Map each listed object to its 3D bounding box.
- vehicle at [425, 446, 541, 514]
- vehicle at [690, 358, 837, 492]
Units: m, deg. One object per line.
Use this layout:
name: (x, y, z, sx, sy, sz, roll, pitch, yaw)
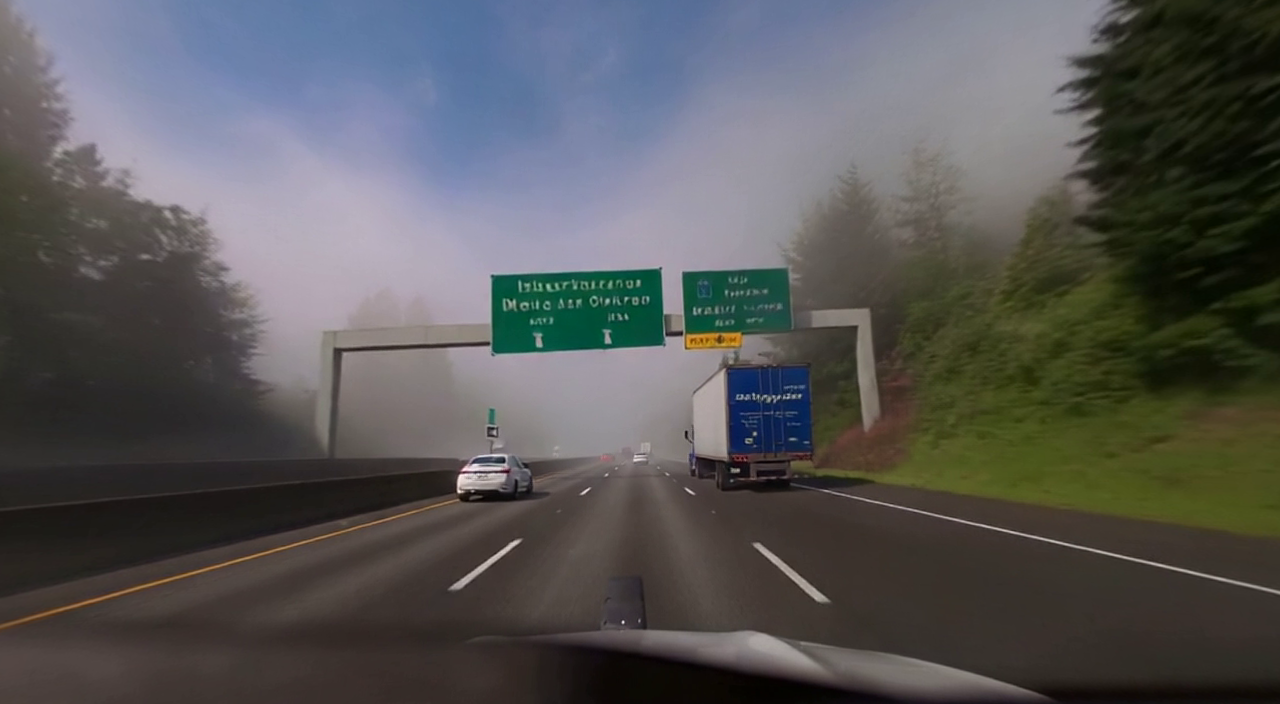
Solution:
vehicle: (-3.873, 3.206, 16.279, 1.918, 1.510, 4.006, 0, -9, 1)
vehicle: (4.248, 3.263, 25.926, 3.025, 4.005, 14.010, 0, -9, -1)
